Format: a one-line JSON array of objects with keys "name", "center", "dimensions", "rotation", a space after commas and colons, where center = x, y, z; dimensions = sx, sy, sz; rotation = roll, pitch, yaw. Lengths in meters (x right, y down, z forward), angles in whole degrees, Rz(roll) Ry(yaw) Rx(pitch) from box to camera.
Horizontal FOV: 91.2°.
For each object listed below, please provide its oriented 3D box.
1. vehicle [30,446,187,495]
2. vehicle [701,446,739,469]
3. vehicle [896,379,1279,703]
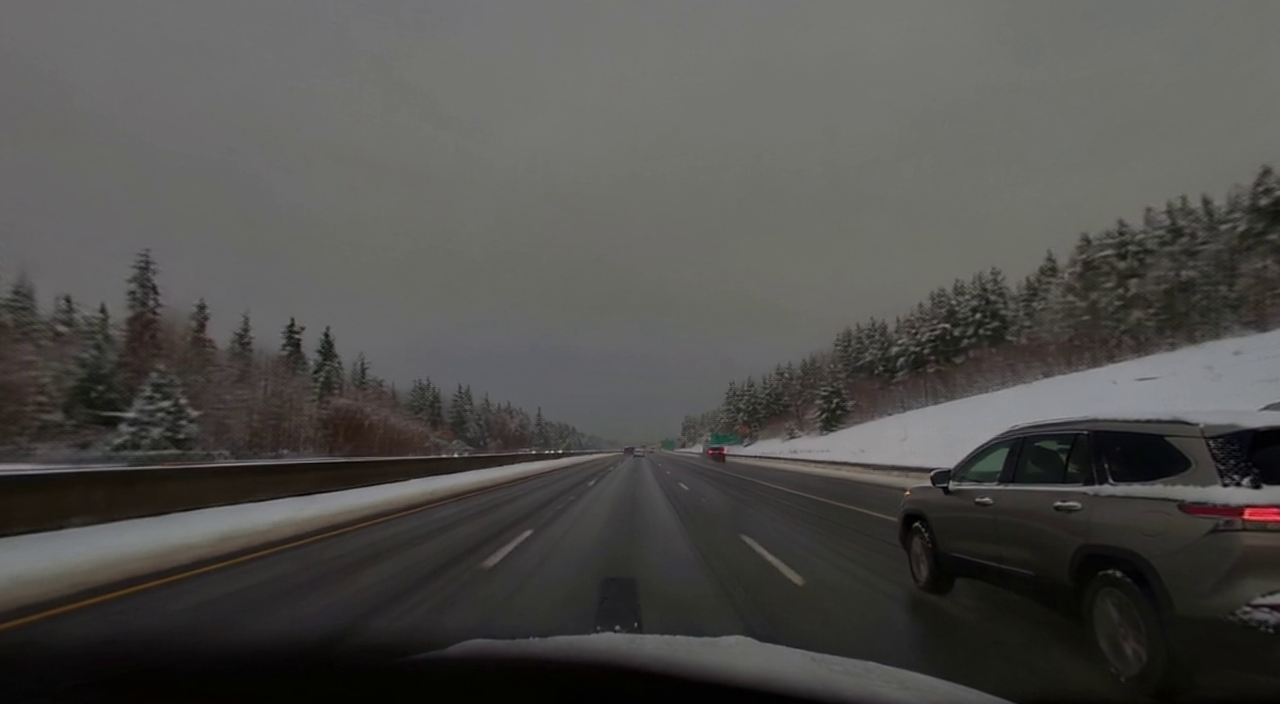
[{"name": "vehicle", "center": [-18.761, 4.162, 22.445], "dimensions": [1.667, 1.535, 4.471], "rotation": [0, -9, 1]}, {"name": "vehicle", "center": [5.963, 7.913, 47.185], "dimensions": [2.006, 1.652, 4.417], "rotation": [0, -9, -3]}, {"name": "vehicle", "center": [3.466, 1.223, 4.085], "dimensions": [1.784, 1.733, 4.141], "rotation": [0, -9, 0]}]
